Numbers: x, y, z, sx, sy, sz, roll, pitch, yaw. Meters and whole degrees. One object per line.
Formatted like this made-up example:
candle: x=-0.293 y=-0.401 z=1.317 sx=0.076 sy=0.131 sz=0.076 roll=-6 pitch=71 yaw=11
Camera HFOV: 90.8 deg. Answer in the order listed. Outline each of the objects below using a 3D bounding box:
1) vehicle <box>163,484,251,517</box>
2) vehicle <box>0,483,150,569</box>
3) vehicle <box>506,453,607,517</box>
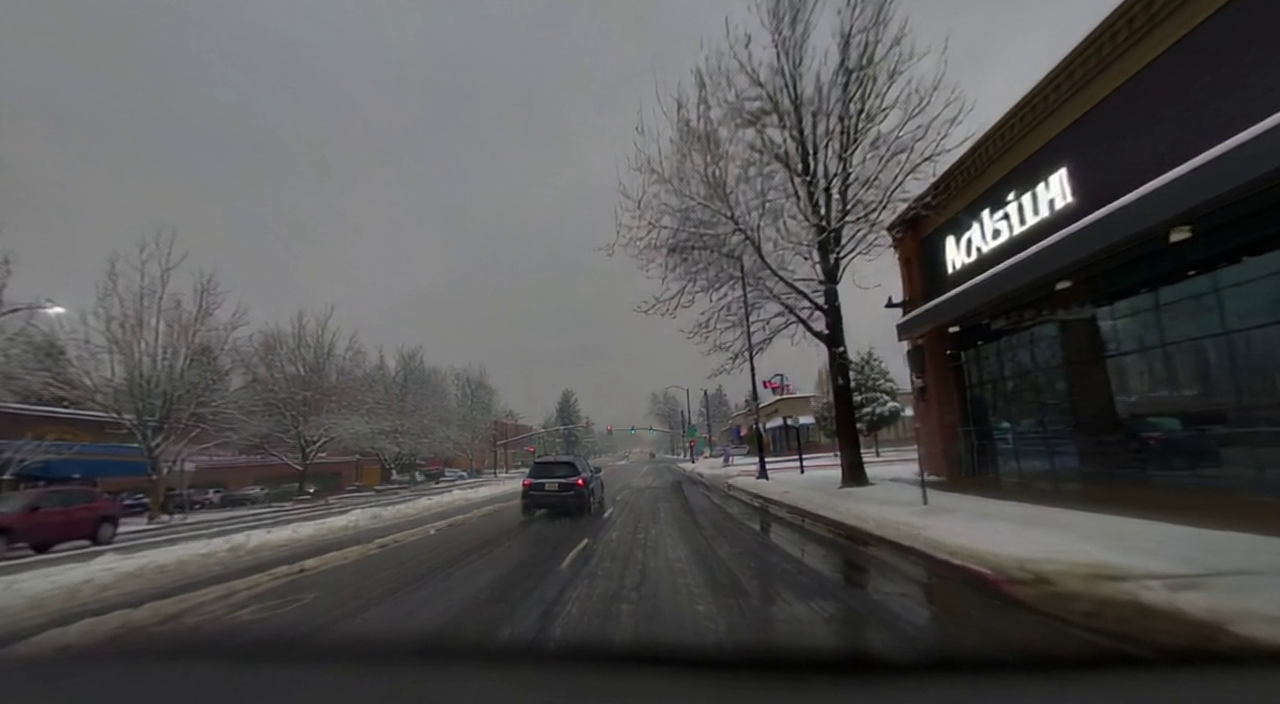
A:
vehicle: x=-28.710 y=9.829 z=42.085 sx=1.984 sy=1.726 sz=4.592 roll=-1 pitch=-8 yaw=11
vehicle: x=-13.443 y=3.717 z=13.712 sx=1.922 sy=1.481 sz=4.441 roll=0 pitch=-9 yaw=2
vehicle: x=-2.062 y=3.434 z=16.798 sx=1.977 sy=1.451 sz=4.032 roll=0 pitch=-9 yaw=2
